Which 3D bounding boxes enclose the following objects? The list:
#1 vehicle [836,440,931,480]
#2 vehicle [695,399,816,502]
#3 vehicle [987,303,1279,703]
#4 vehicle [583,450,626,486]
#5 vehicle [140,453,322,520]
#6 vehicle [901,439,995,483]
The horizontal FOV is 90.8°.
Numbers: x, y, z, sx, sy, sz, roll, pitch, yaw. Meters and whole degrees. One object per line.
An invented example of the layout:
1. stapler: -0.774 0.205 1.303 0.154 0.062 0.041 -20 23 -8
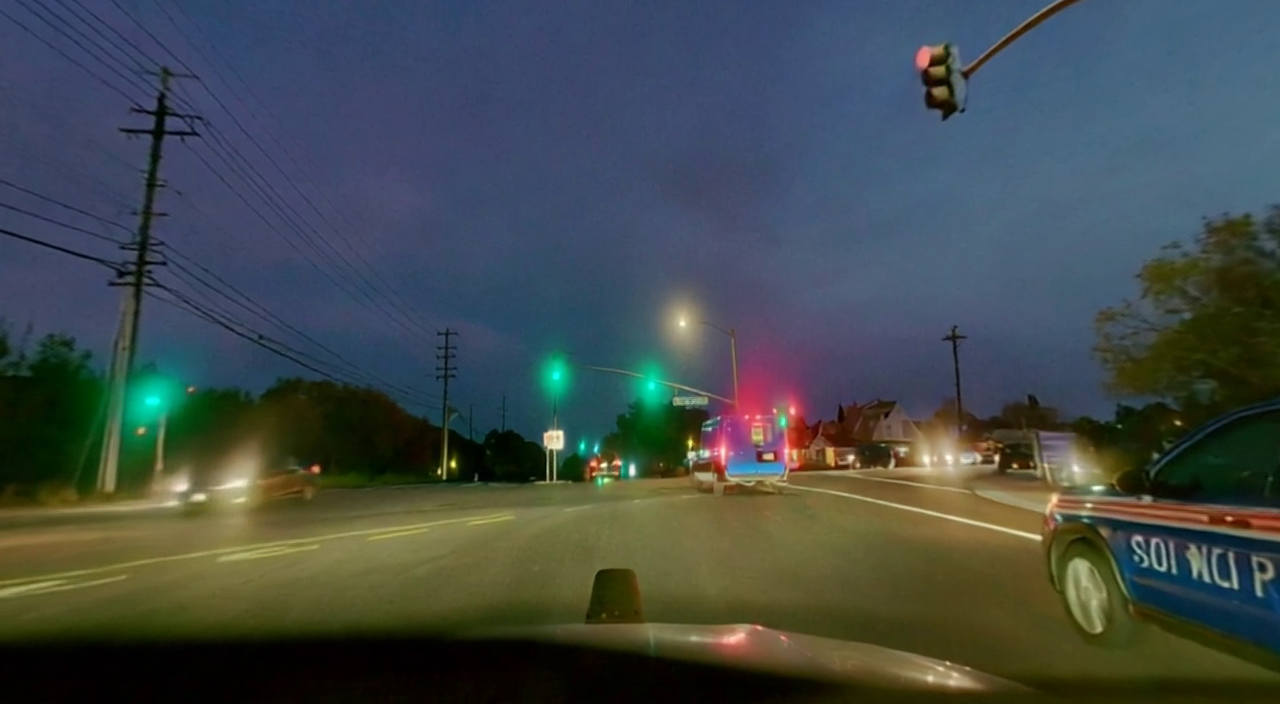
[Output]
1. vehicle: 11.394 4.969 29.419 4.897 1.675 2.032 7 -12 -42
2. vehicle: 3.289 3.016 19.475 2.406 2.687 5.521 0 -9 -3
3. vehicle: 3.882 0.741 2.663 2.194 1.922 4.822 -1 -9 2
4. vehicle: -1.946 6.078 33.430 2.114 1.707 3.725 0 -9 -5
5. vehicle: -10.641 3.486 16.960 2.053 1.474 4.489 0 -9 -3
6. vehicle: 12.350 4.315 25.243 3.936 1.594 1.860 7 -11 -41
